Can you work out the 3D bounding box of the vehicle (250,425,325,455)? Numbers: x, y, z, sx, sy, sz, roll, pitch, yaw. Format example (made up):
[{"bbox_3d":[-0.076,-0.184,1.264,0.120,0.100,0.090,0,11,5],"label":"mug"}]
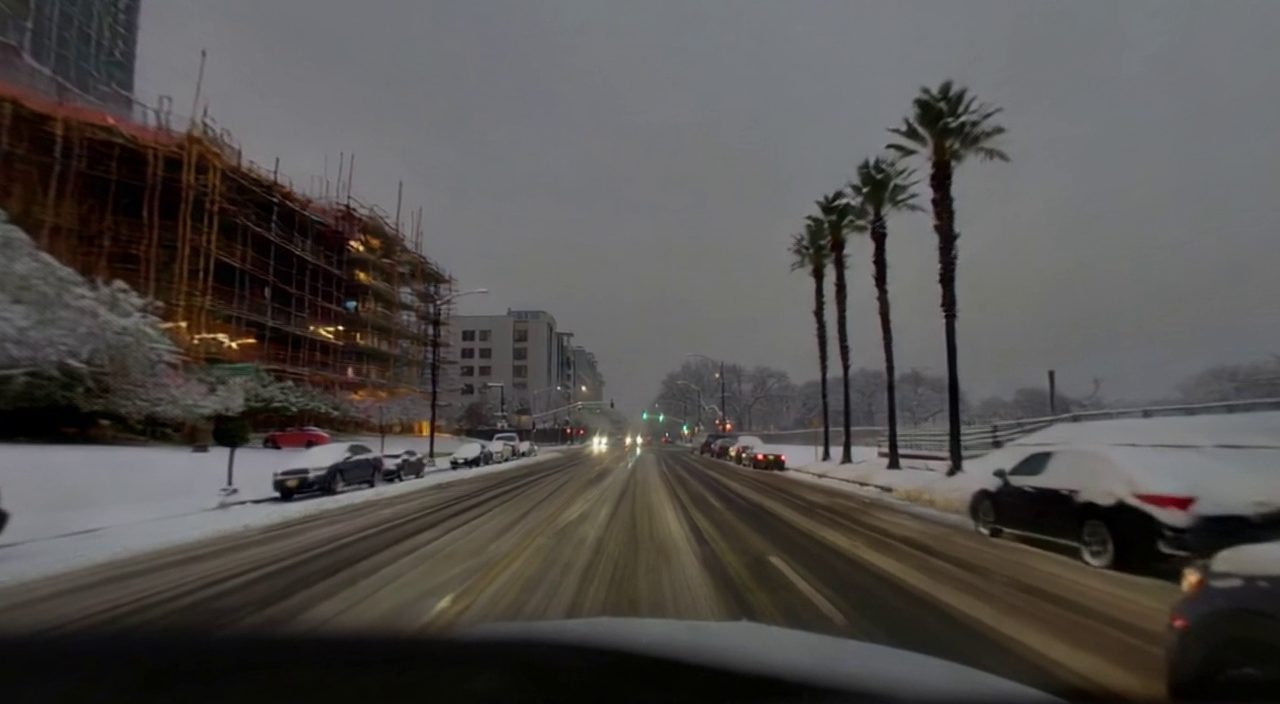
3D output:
[{"bbox_3d":[-19.733,4.960,35.347,3.575,1.571,1.912,-5,-9,27],"label":"vehicle"}]

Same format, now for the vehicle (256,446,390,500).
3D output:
[{"bbox_3d":[-9.581,3.653,19.538,1.826,1.445,4.325,0,-8,1],"label":"vehicle"}]

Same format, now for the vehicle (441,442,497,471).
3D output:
[{"bbox_3d":[-9.561,5.877,35.786,1.804,1.478,4.734,0,-8,1],"label":"vehicle"}]

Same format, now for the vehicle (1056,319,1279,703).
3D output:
[{"bbox_3d":[3.099,0.571,0.943,1.953,1.687,4.344,0,-8,0],"label":"vehicle"}]

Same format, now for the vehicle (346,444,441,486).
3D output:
[{"bbox_3d":[-9.388,4.320,24.545,1.821,1.448,4.591,0,-8,0],"label":"vehicle"}]

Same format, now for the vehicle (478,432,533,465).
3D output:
[{"bbox_3d":[-9.485,6.970,45.155,2.294,1.948,6.025,-7,-10,1],"label":"vehicle"}]

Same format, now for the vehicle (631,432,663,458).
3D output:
[{"bbox_3d":[0.540,6.851,46.509,2.264,1.798,4.258,-1,-8,1],"label":"vehicle"}]

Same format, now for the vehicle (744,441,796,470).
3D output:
[{"bbox_3d":[6.821,5.446,33.520,1.819,1.435,4.337,0,-8,0],"label":"vehicle"}]

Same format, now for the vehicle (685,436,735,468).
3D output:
[{"bbox_3d":[3.469,5.052,32.080,1.999,1.487,3.939,0,-8,-1],"label":"vehicle"}]
